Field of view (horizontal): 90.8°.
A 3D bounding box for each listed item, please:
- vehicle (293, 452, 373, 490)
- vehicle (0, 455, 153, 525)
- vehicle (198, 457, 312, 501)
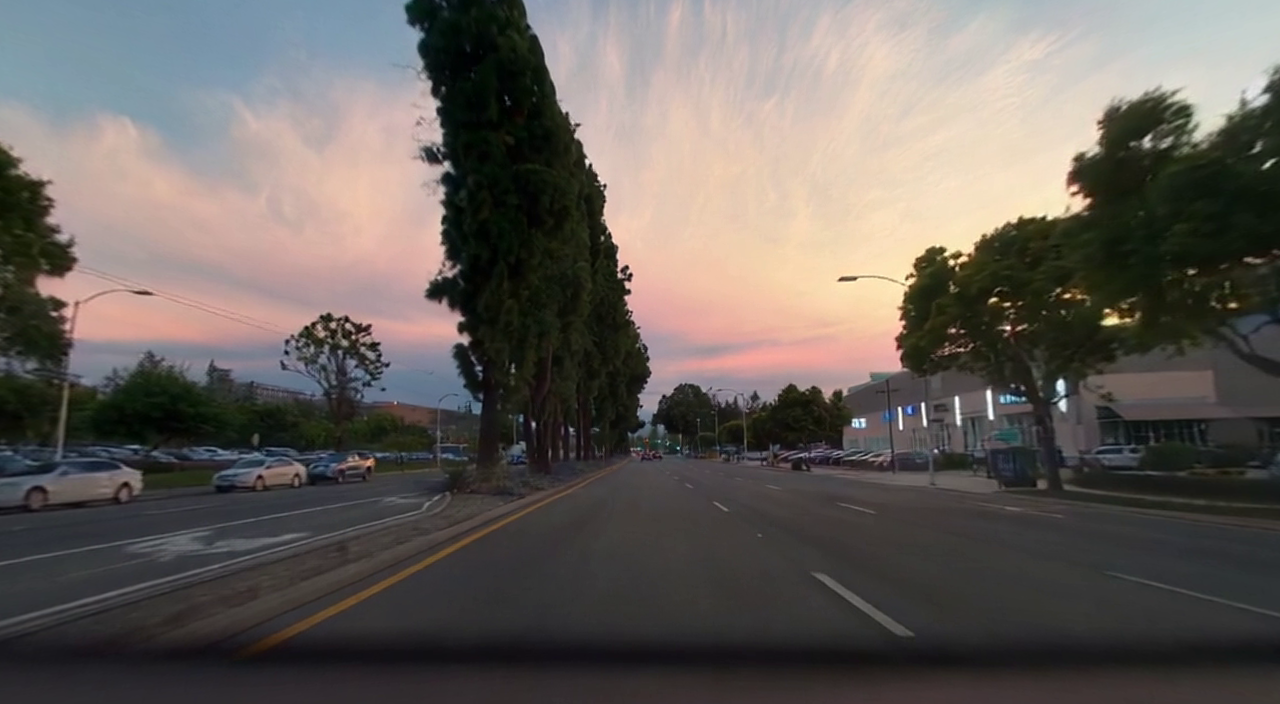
[{"bbox_3d":[-16.837,6.509,34.976,1.993,1.887,4.722,0,-9,0],"label":"vehicle"},{"bbox_3d":[-16.592,3.780,17.932,1.898,1.661,4.471,0,-9,1],"label":"vehicle"},{"bbox_3d":[-16.617,5.450,27.604,1.944,1.669,4.613,0,-9,1],"label":"vehicle"}]
